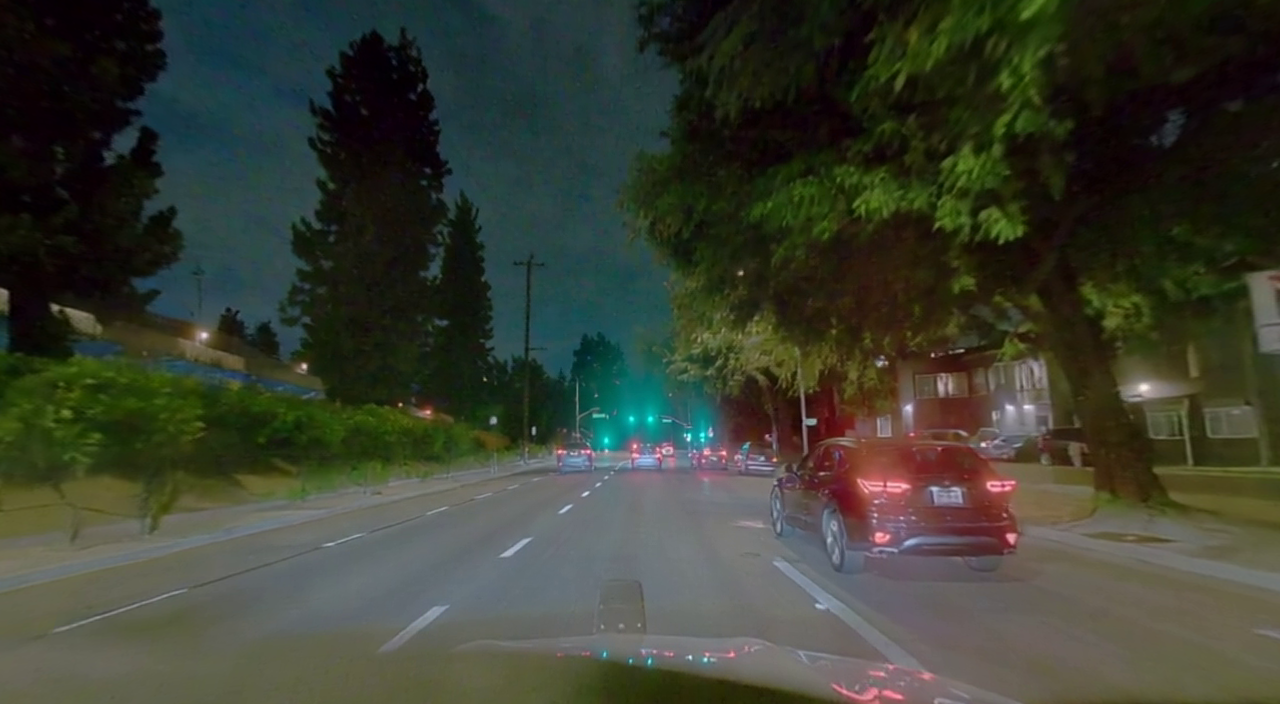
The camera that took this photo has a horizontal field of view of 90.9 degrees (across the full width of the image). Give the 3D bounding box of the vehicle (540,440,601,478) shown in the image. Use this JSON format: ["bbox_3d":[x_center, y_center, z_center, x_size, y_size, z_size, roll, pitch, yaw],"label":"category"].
[{"bbox_3d":[-2.914,4.603,27.378,2.012,1.505,4.205,-1,-8,2],"label":"vehicle"}]

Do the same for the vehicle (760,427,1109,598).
[{"bbox_3d":[3.031,1.734,7.846,2.158,1.483,4.415,0,-8,-1],"label":"vehicle"}]

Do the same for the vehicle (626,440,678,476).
[{"bbox_3d":[0.509,4.630,27.948,2.101,1.467,4.210,0,-8,0],"label":"vehicle"}]

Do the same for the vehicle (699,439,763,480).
[{"bbox_3d":[3.591,4.322,25.690,1.943,1.484,4.030,0,-8,-1],"label":"vehicle"}]
